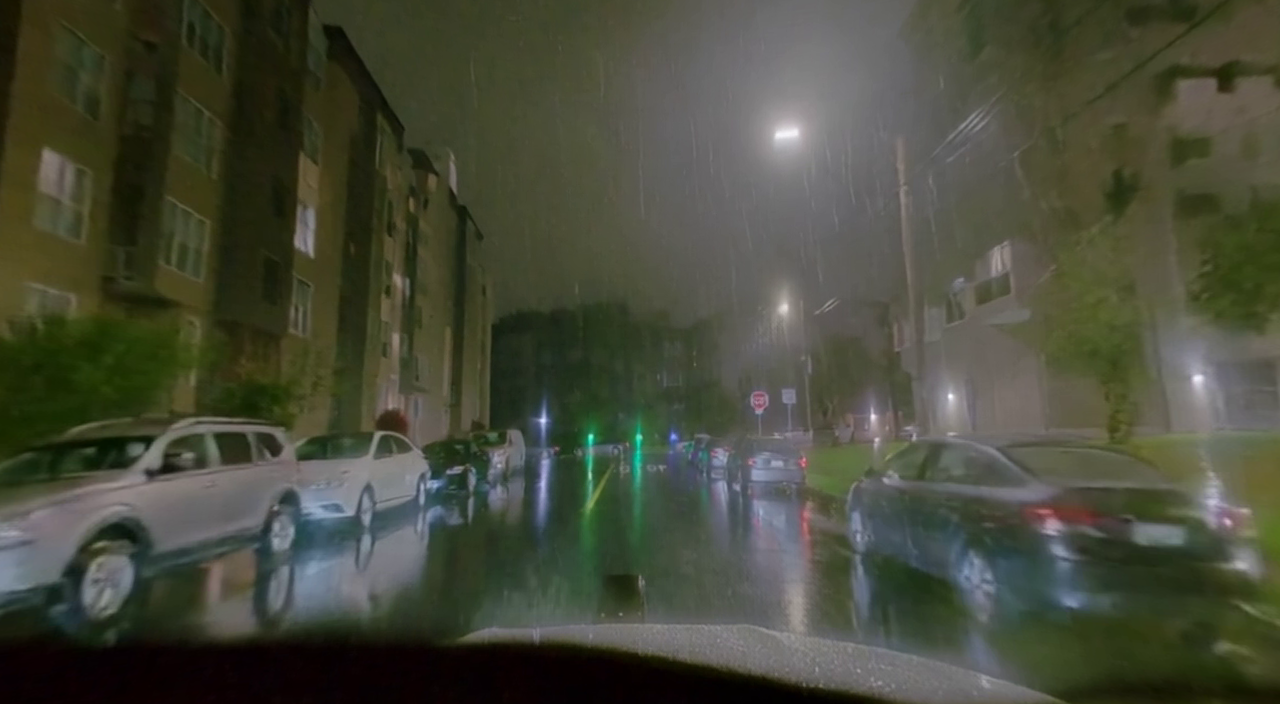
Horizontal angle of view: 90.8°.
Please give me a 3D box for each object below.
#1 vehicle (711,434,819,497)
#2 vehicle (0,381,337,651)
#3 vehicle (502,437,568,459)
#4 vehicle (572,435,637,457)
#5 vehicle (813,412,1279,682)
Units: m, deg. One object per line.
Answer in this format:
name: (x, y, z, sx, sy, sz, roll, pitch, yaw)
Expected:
vehicle: (3.256, 3.043, 17.451, 1.919, 1.490, 4.339, 0, -8, -2)
vehicle: (-5.521, 1.506, 6.912, 2.216, 1.953, 4.553, 0, -8, -2)
vehicle: (-7.296, 6.731, 44.221, 4.423, 1.449, 1.813, 0, -8, -5)
vehicle: (-2.477, 6.636, 44.509, 4.489, 1.470, 1.776, 0, -8, -3)
vehicle: (3.346, 1.405, 5.908, 2.008, 1.479, 4.622, 0, -8, -2)
